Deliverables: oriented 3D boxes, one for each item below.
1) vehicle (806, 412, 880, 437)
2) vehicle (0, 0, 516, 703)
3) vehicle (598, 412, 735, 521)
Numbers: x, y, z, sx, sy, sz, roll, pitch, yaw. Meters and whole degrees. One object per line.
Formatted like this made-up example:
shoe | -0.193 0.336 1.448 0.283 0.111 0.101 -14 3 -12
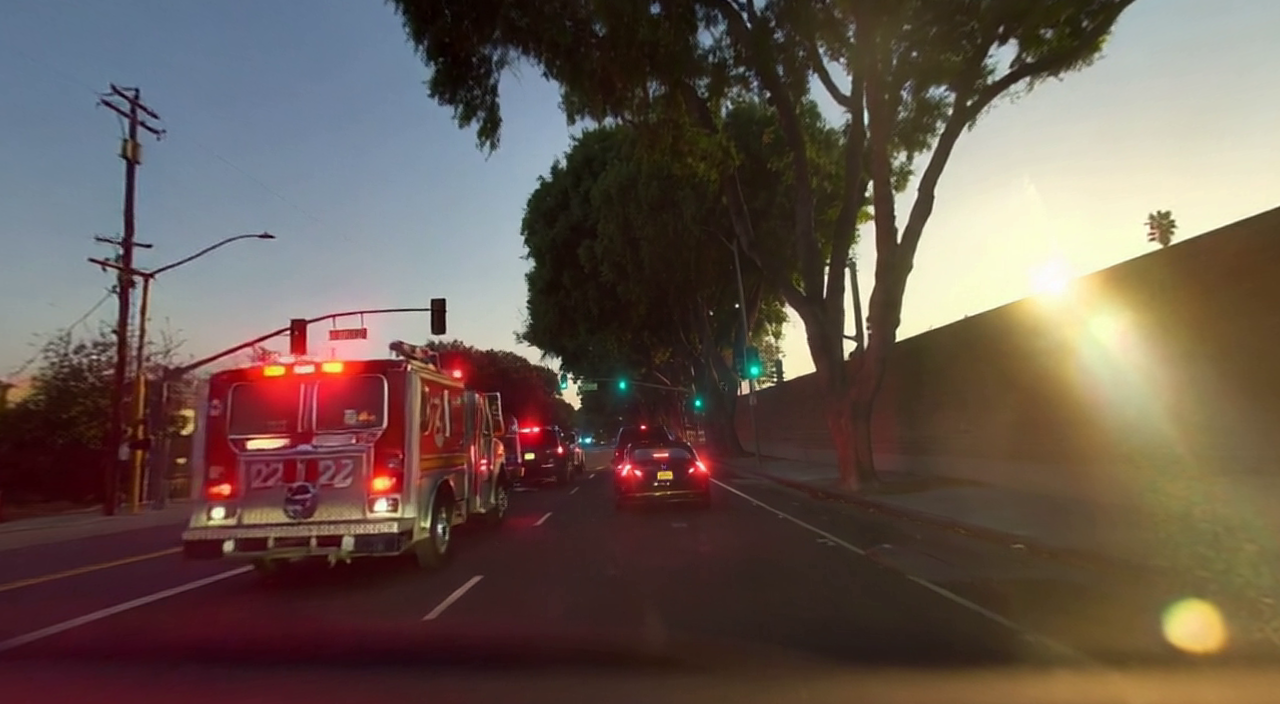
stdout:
vehicle | 14.547 5.230 45.326 4.528 1.704 2.073 2 -9 -13
vehicle | -3.632 0.108 3.291 3.631 3.655 12.773 0 -8 -1
vehicle | 0.298 2.313 13.286 2.332 1.831 4.930 0 -8 -4
